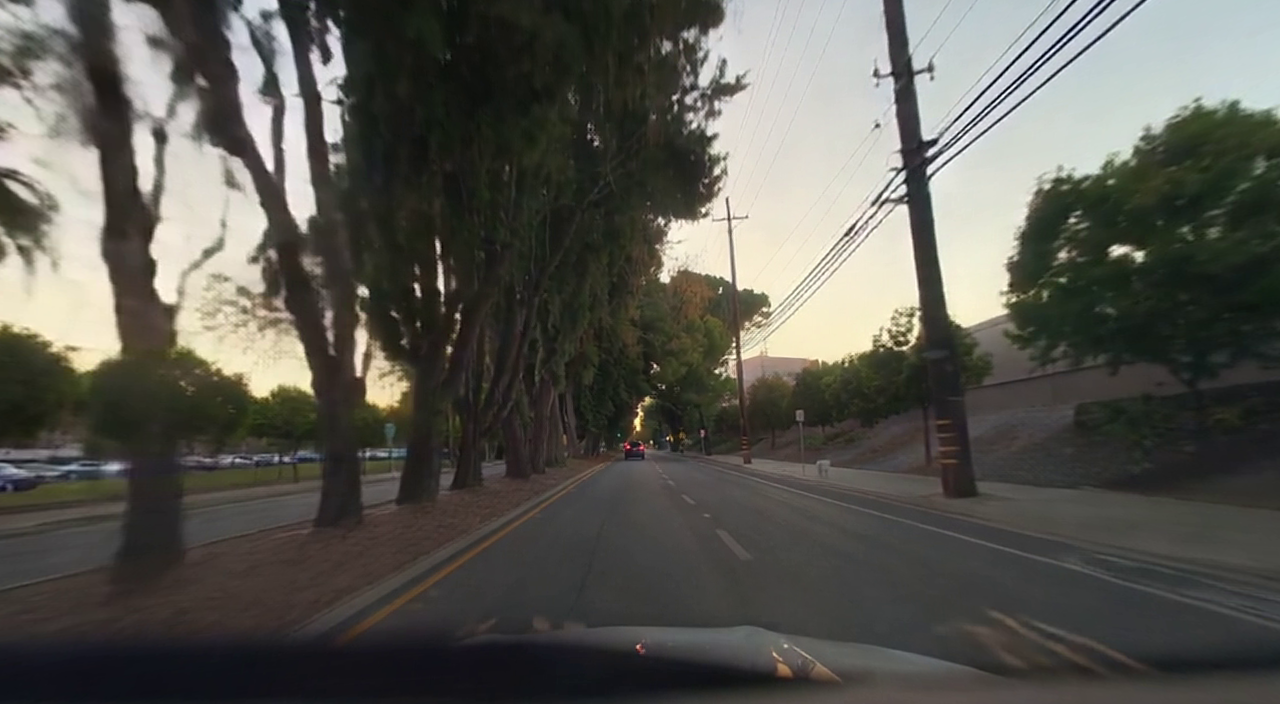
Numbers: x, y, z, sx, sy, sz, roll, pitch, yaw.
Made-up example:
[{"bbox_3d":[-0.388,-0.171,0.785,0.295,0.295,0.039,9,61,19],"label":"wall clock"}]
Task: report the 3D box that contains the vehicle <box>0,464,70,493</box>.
[{"bbox_3d":[-34.013,6.820,34.062,4.499,1.448,1.915,0,-9,-3],"label":"vehicle"}]
